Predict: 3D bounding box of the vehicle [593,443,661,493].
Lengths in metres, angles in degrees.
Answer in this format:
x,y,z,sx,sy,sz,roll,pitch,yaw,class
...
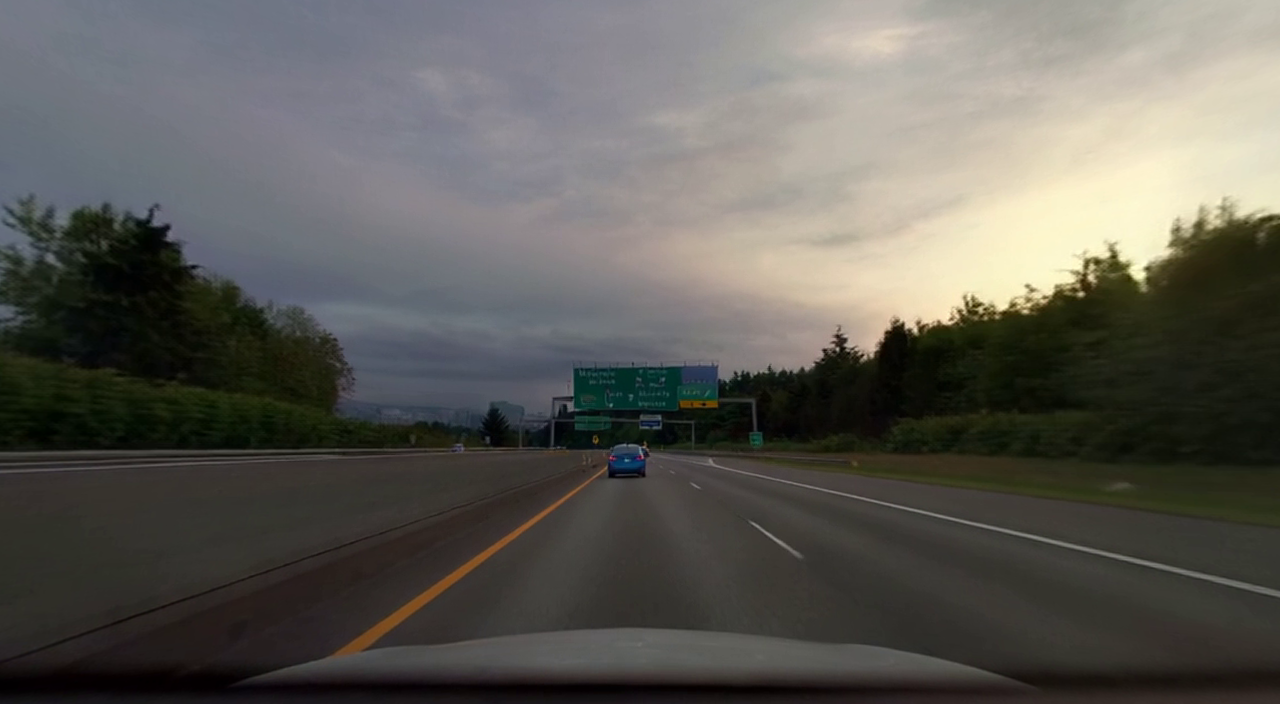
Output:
x,y,z,sx,sy,sz,roll,pitch,yaw,class
-0.389,3.854,21.324,2.069,1.523,4.012,0,-9,0,vehicle
